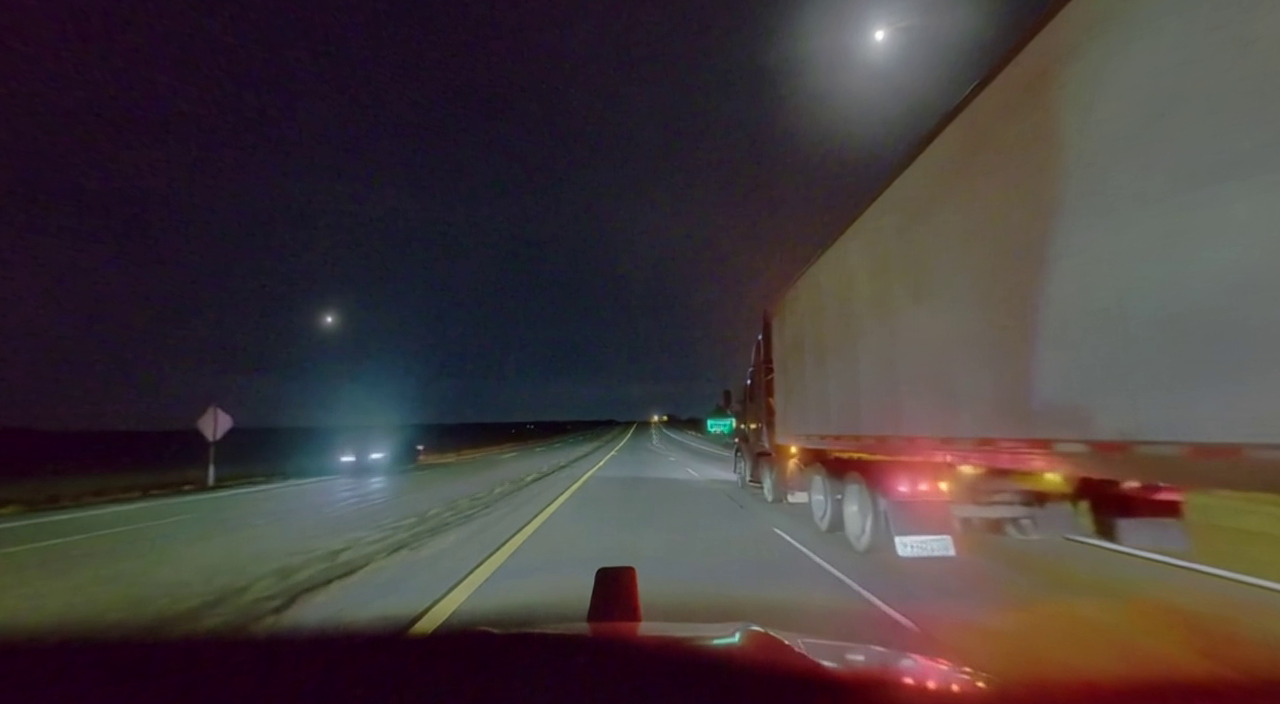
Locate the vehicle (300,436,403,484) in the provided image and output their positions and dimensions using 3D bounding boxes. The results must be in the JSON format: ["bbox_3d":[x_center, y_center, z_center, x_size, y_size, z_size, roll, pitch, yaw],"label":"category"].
[{"bbox_3d":[-11.069,4.136,24.491,1.915,1.668,4.330,0,-8,1],"label":"vehicle"}]

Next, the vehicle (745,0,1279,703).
[{"bbox_3d":[3.737,0.398,7.660,3.023,3.885,10.073,0,-8,-1],"label":"vehicle"}]
